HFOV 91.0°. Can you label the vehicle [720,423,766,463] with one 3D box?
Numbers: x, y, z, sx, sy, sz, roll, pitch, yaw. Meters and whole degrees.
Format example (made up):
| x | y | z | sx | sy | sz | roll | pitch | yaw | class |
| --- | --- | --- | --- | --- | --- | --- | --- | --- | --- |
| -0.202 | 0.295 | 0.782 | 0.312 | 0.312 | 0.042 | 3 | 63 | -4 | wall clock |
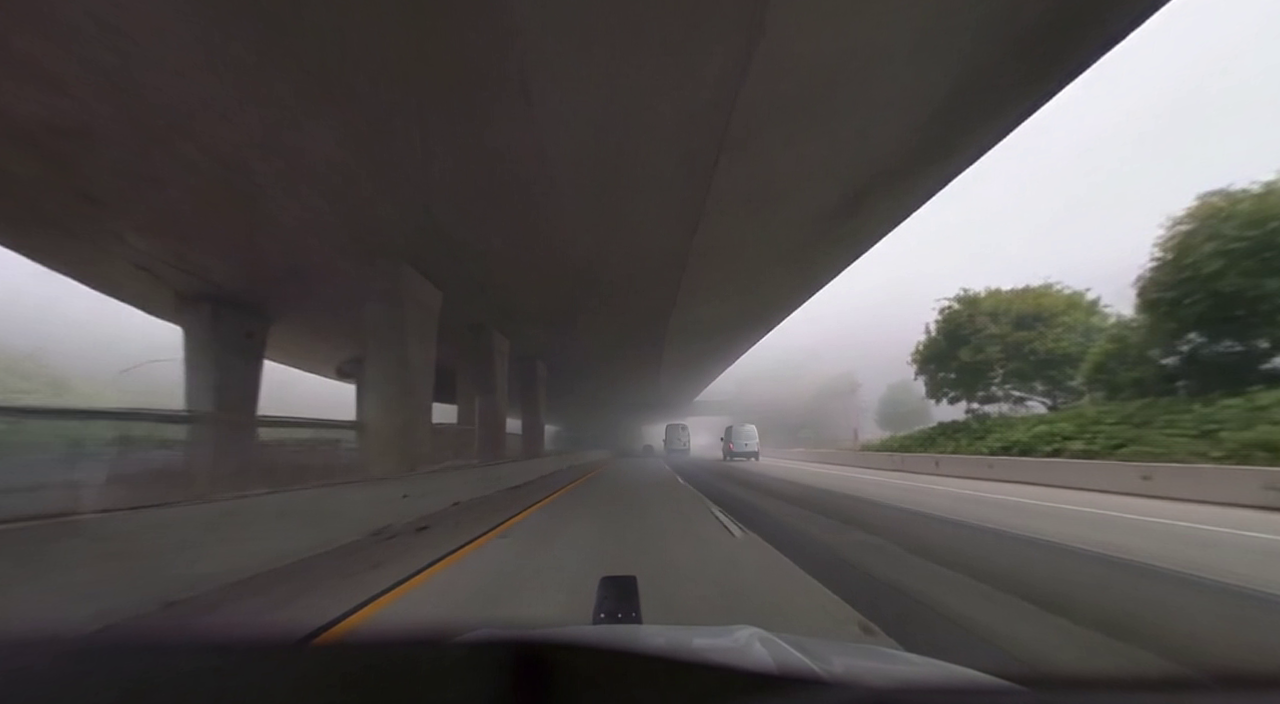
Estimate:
| x | y | z | sx | sy | sz | roll | pitch | yaw | class |
| --- | --- | --- | --- | --- | --- | --- | --- | --- | --- |
| 7.614 | 6.848 | 47.280 | 2.379 | 2.819 | 6.294 | 0 | -8 | 0 | vehicle |
